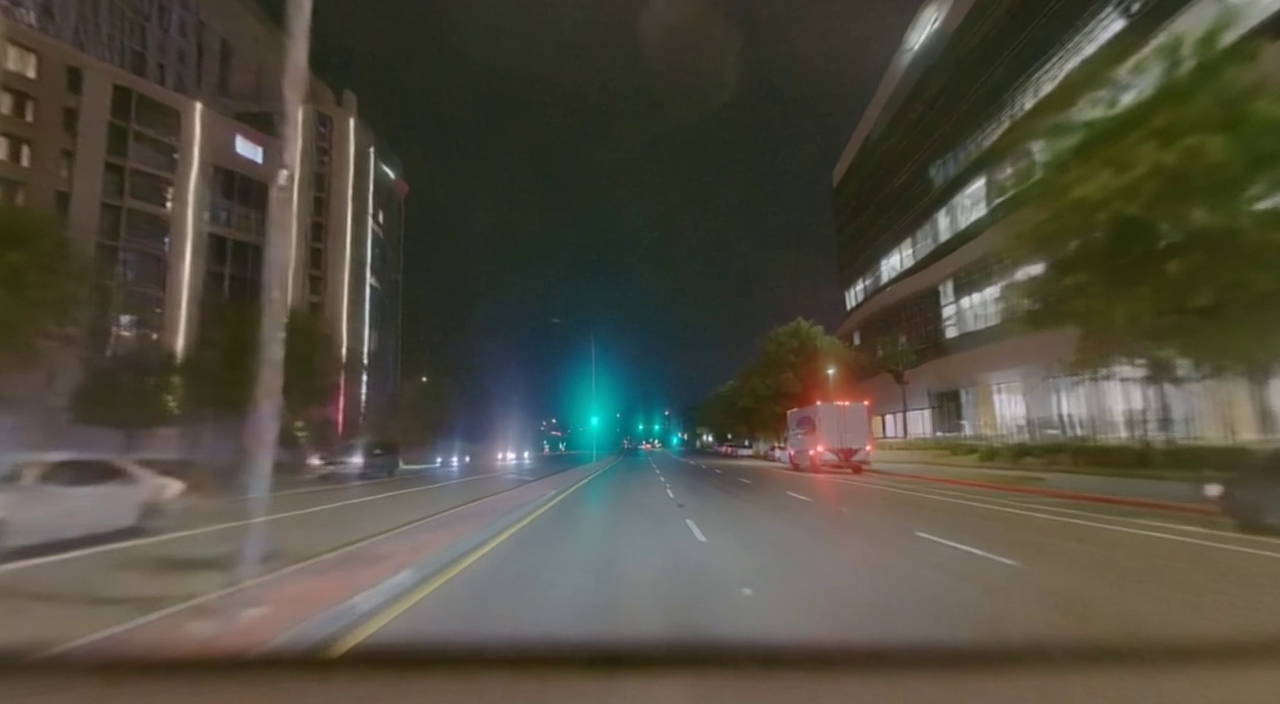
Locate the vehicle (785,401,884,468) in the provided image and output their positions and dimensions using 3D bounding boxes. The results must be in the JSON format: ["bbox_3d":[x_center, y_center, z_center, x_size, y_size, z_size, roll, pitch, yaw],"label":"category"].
[{"bbox_3d":[9.625,4.266,32.290,2.670,3.016,7.732,0,-8,1],"label":"vehicle"}]

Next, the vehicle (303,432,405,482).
[{"bbox_3d":[-12.071,4.459,27.122,2.180,1.904,4.631,0,-8,0],"label":"vehicle"}]

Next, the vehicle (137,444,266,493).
[{"bbox_3d":[-15.343,4.057,22.411,1.765,1.560,3.902,0,-8,-1],"label":"vehicle"}]

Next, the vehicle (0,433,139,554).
[{"bbox_3d":[-8.906,1.703,7.498,2.001,1.477,4.754,0,-8,0],"label":"vehicle"}]
